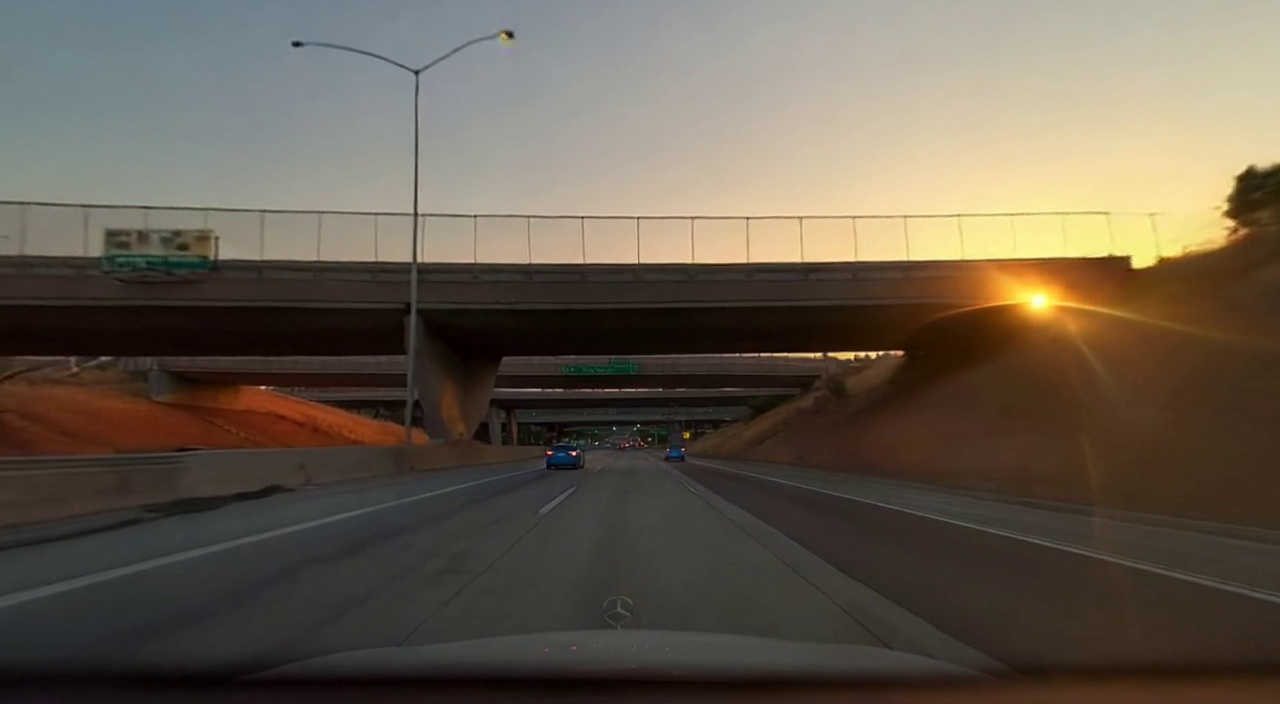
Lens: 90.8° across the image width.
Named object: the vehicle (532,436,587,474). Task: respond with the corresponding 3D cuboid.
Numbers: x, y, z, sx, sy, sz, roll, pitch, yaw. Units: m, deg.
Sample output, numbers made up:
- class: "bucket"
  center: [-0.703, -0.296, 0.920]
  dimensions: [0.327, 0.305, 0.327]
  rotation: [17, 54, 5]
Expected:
- class: "vehicle"
  center: [-4.040, 5.288, 32.556]
  dimensions: [2.205, 1.773, 5.124]
  rotation: [0, -9, 0]
